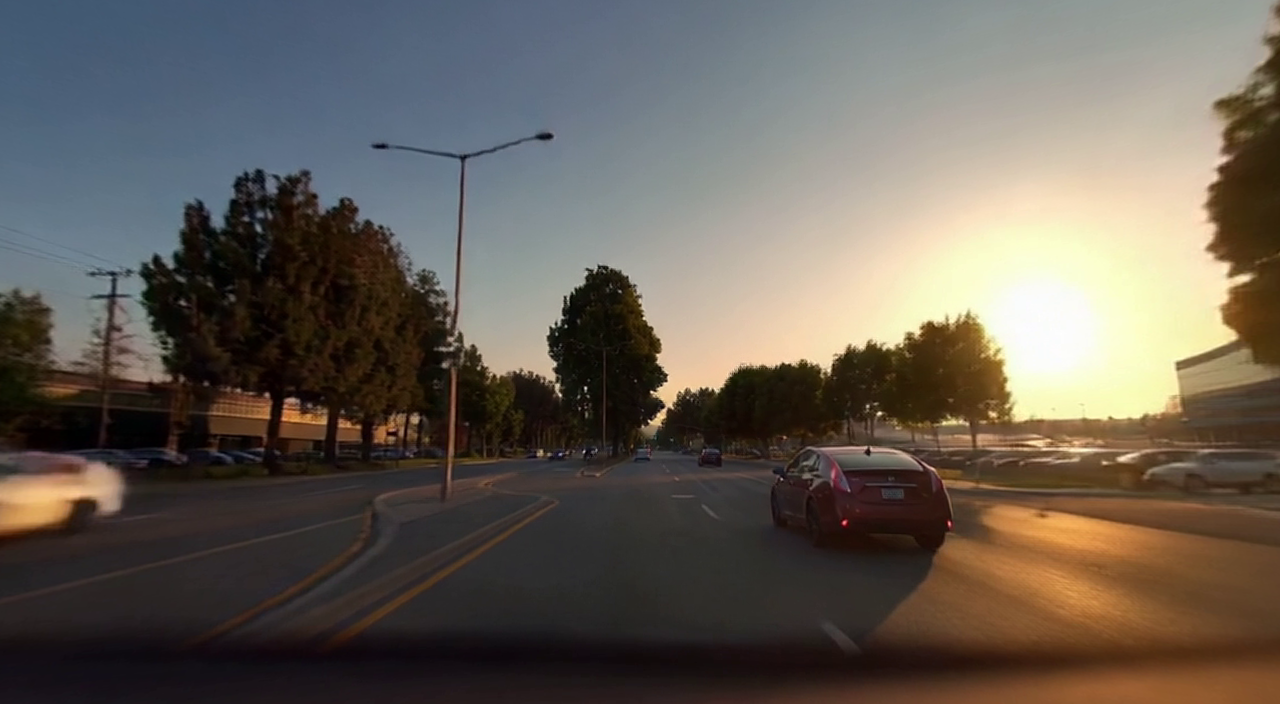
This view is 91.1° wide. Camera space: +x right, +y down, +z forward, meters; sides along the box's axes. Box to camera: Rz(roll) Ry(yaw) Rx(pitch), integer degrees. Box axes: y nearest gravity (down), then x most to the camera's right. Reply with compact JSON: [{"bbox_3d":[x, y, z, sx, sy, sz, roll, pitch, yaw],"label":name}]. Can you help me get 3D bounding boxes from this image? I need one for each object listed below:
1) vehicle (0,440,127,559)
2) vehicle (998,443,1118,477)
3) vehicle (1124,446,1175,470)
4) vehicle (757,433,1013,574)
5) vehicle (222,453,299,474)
[{"bbox_3d":[-9.148,1.890,8.048,1.853,1.504,3.791,0,-9,1],"label":"vehicle"},{"bbox_3d":[19.967,5.166,30.142,4.255,1.537,2.037,0,-9,0],"label":"vehicle"},{"bbox_3d":[37.834,7.841,46.563,4.644,1.682,1.999,8,-11,-40],"label":"vehicle"},{"bbox_3d":[3.074,1.983,9.075,1.935,1.501,4.384,0,-9,0],"label":"vehicle"},{"bbox_3d":[-29.230,8.583,48.432,4.707,1.474,1.964,0,-9,1],"label":"vehicle"}]
